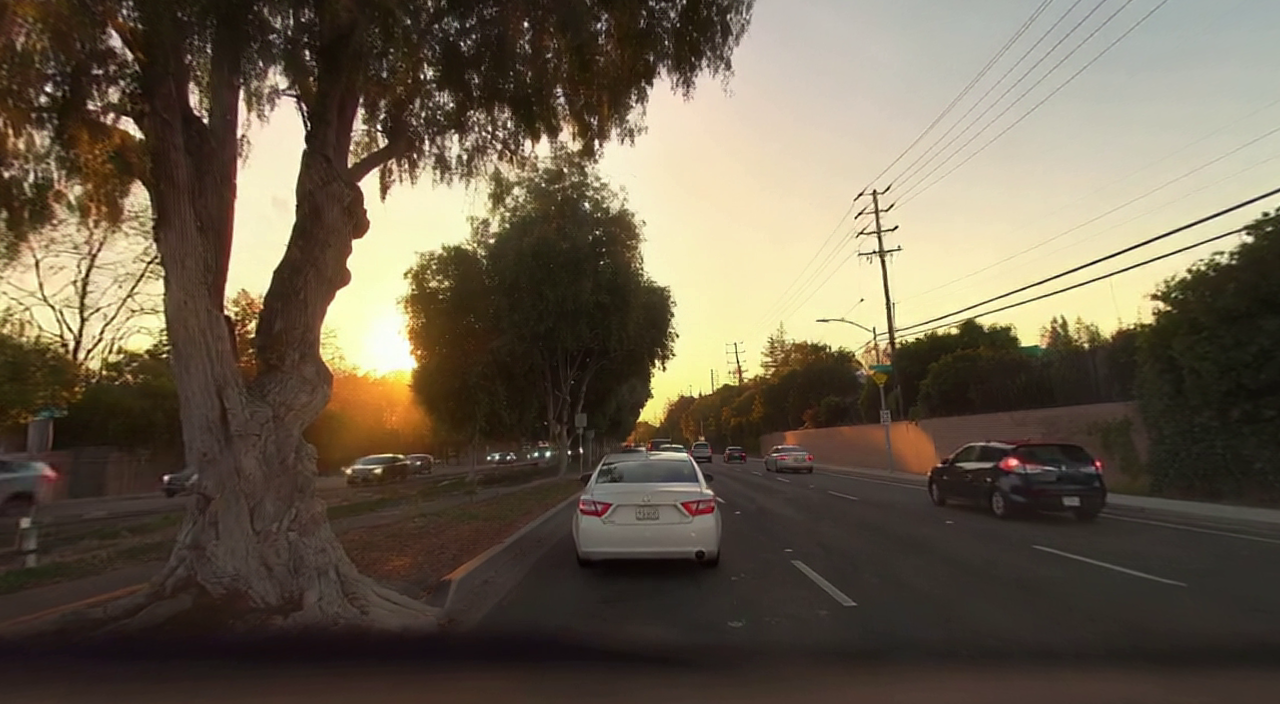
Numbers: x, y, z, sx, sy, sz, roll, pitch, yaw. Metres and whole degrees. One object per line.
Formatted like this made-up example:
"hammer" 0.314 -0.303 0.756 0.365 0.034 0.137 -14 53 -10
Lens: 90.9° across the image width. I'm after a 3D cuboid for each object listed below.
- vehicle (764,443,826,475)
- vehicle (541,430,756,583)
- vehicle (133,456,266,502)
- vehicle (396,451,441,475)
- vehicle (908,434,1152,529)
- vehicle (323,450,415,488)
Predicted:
"vehicle" 7.554 5.230 31.163 1.899 1.458 4.499 0 -8 -1
"vehicle" 0.076 1.813 8.232 2.108 1.479 3.935 0 -8 0
"vehicle" -16.366 4.693 23.778 1.856 1.452 4.530 0 -8 -2
"vehicle" -15.095 7.547 43.172 1.701 1.494 3.791 0 -8 0
"vehicle" 7.081 2.363 12.172 1.850 1.480 4.474 0 -8 0
"vehicle" -11.821 5.109 27.891 1.988 1.486 4.586 0 -8 1
